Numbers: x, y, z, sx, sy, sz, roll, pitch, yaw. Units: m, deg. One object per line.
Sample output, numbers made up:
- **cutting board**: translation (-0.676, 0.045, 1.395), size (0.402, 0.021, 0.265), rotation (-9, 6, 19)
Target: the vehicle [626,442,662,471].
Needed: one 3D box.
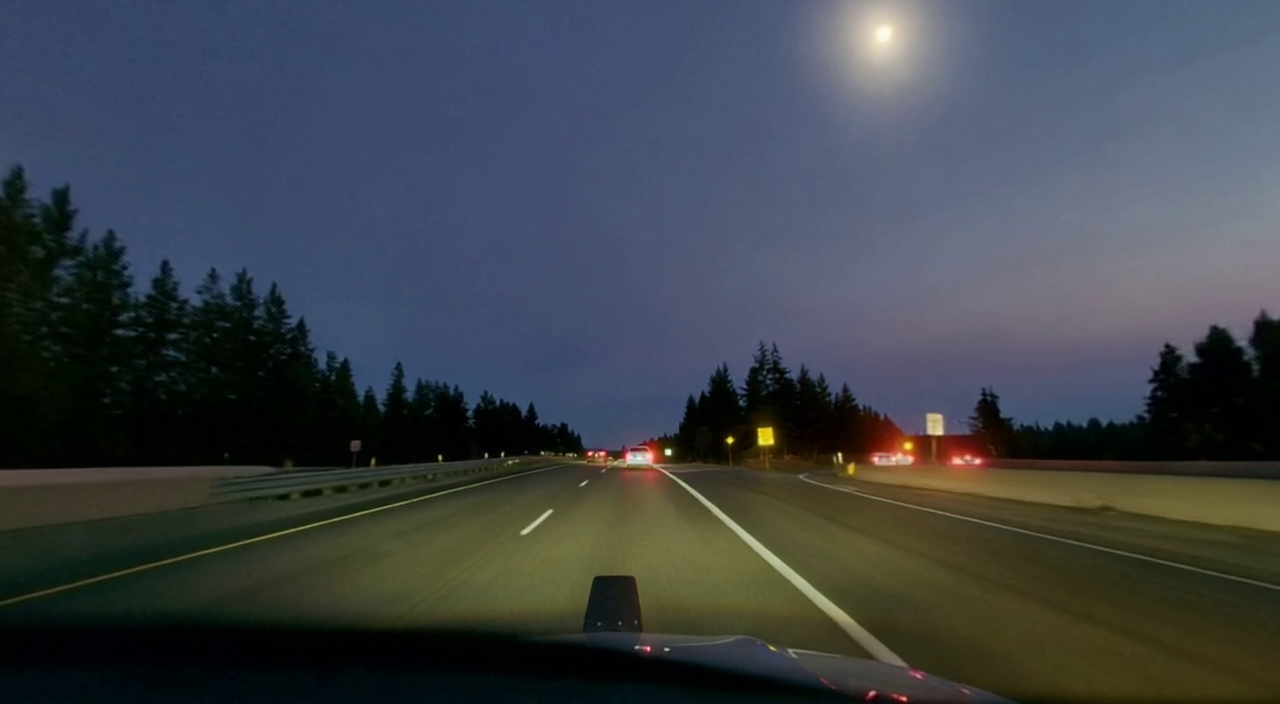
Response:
- **vehicle**: translation (0.218, 6.341, 38.440), size (2.130, 1.684, 3.826), rotation (0, -8, 0)
